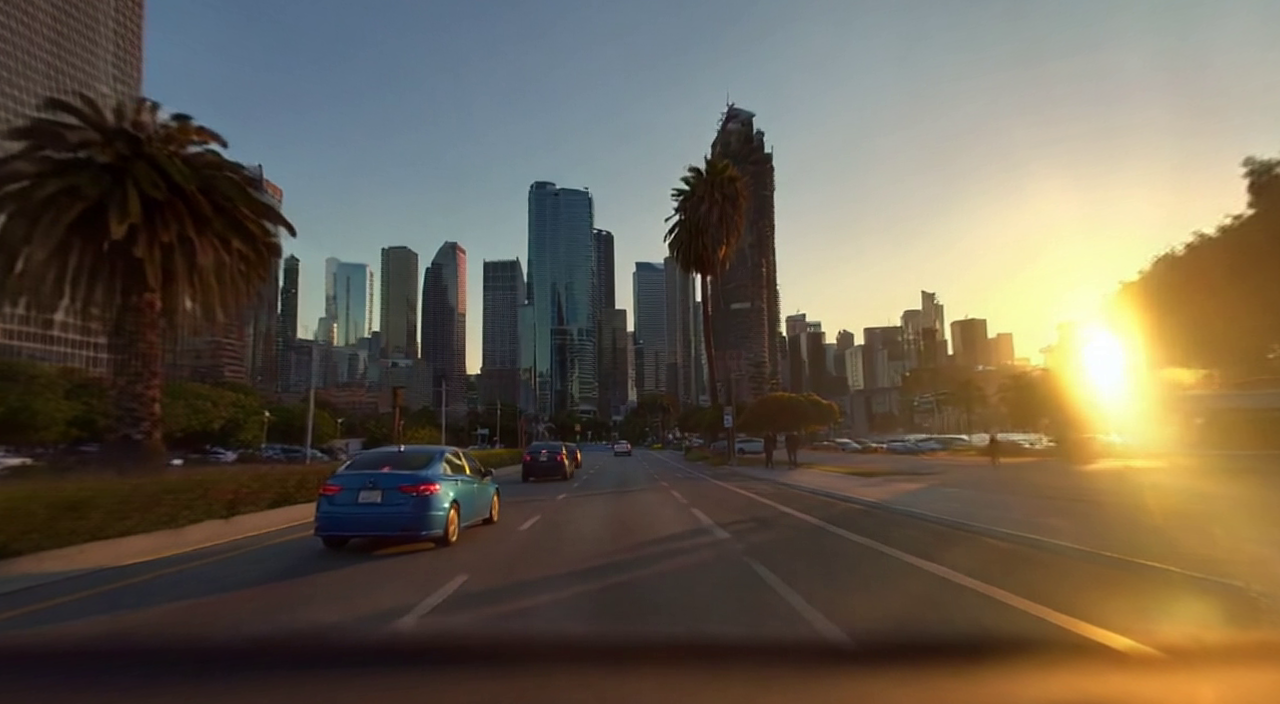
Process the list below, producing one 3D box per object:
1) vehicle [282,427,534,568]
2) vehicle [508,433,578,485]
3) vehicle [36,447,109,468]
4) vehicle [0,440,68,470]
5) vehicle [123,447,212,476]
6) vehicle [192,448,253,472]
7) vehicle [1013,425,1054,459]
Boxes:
[{"bbox_3d":[-2.937,1.941,9.246,2.071,1.544,4.383,0,-8,-1],"label":"vehicle"},{"bbox_3d":[-3.384,3.799,22.682,1.894,1.702,3.999,0,-8,0],"label":"vehicle"},{"bbox_3d":[-43.199,8.021,48.139,3.721,1.477,1.828,0,-8,-3],"label":"vehicle"},{"bbox_3d":[-42.963,7.127,43.841,4.367,1.957,2.099,0,-8,-2],"label":"vehicle"},{"bbox_3d":[-31.197,7.211,41.969,1.947,1.763,5.176,0,-9,-1],"label":"vehicle"},{"bbox_3d":[-31.556,8.154,47.918,1.835,1.664,3.972,0,-8,1],"label":"vehicle"},{"bbox_3d":[23.975,5.493,38.462,1.679,1.923,3.703,-6,-10,36],"label":"vehicle"}]
